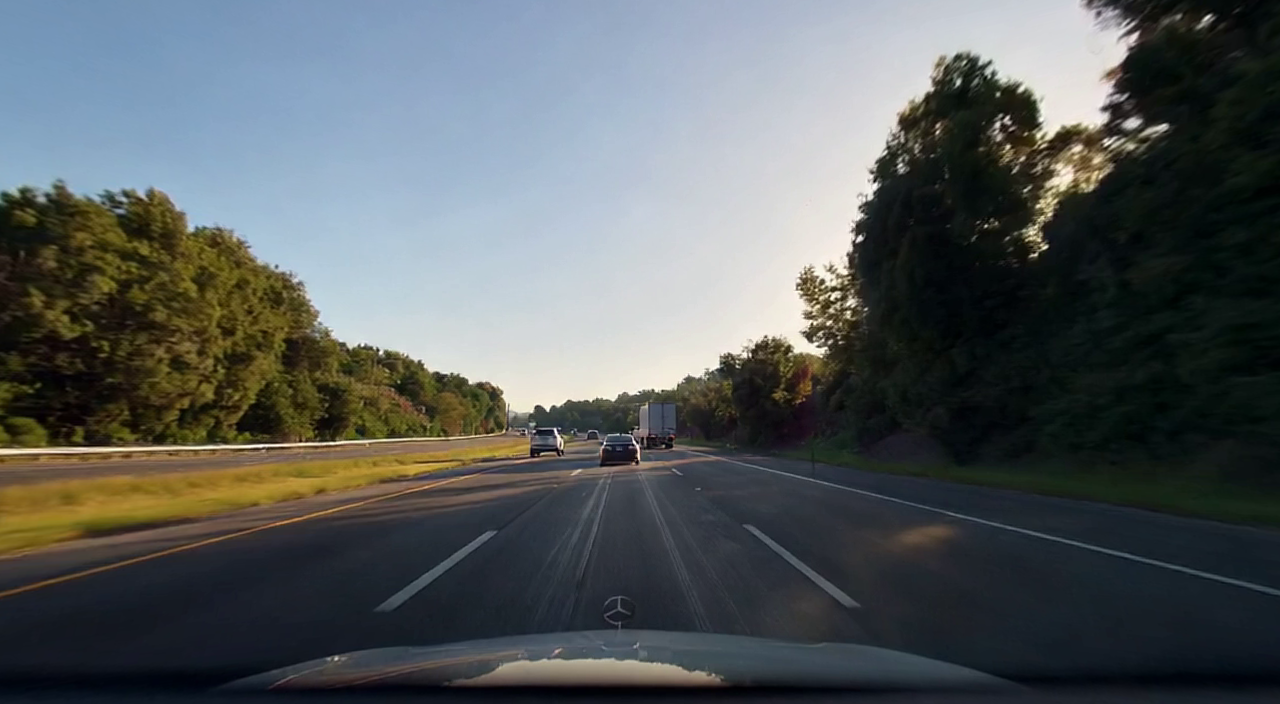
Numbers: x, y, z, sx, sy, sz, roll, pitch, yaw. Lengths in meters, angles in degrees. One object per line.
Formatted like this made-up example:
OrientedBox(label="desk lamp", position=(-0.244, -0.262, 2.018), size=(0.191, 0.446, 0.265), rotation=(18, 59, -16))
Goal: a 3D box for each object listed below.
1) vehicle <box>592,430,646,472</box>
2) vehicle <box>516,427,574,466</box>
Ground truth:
OrientedBox(label="vehicle", position=(-0.833, 4.049, 25.911), size=(2.048, 1.563, 4.087), rotation=(0, -8, -1))
OrientedBox(label="vehicle", position=(-4.699, 4.747, 31.800), size=(2.234, 1.773, 5.134), rotation=(0, -8, -1))
